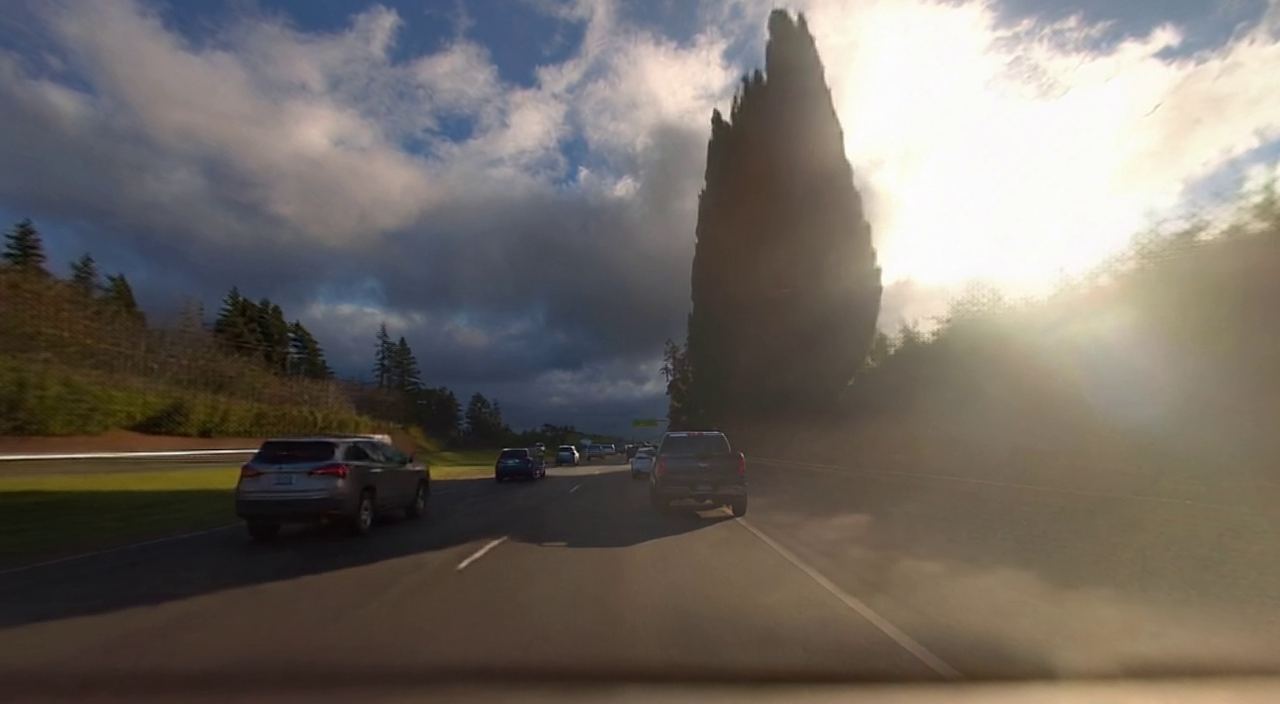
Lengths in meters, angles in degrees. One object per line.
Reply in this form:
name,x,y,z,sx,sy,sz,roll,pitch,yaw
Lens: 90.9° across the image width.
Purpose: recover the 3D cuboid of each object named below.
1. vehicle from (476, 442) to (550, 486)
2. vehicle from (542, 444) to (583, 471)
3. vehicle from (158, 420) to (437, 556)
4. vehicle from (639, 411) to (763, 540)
vehicle,-4.584,4.105,23.371,1.867,1.489,3.829,0,-9,1
vehicle,-4.583,6.298,37.763,1.855,1.527,4.209,0,-9,1
vehicle,-4.898,1.996,9.903,1.934,1.642,4.201,0,-9,1
vehicle,0.908,2.152,11.528,1.825,1.920,3.960,0,-9,-1
